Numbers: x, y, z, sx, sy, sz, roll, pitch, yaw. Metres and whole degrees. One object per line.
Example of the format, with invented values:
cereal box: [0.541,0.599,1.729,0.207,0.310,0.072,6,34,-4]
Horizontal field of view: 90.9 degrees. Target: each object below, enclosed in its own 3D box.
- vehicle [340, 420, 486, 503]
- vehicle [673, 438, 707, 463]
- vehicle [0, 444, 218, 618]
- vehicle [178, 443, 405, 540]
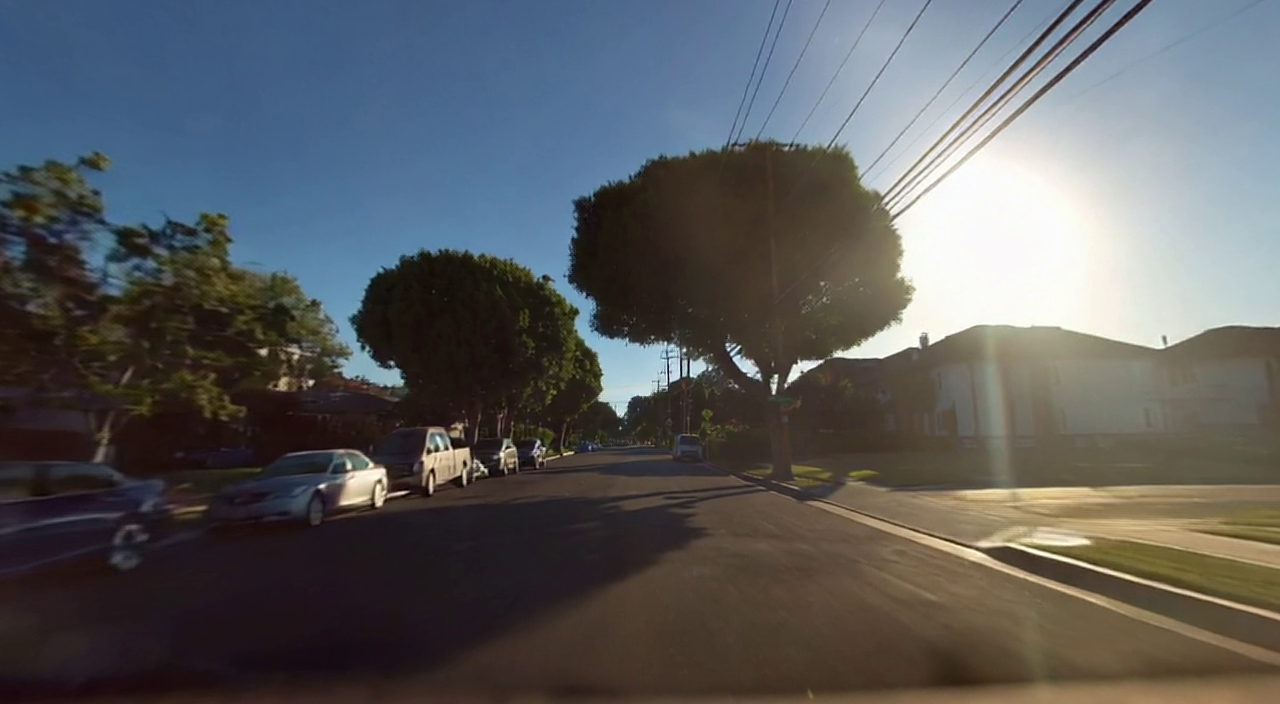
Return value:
vehicle: [-6.328,3.132,18.500,2.222,2.022,5.547,0,-8,0]
vehicle: [3.647,7.258,46.505,2.138,1.766,5.129,0,-8,0]
vehicle: [-6.327,1.570,5.719,1.816,1.460,4.542,0,-8,0]
vehicle: [-6.227,2.480,12.012,1.890,1.453,4.430,0,-8,-2]
